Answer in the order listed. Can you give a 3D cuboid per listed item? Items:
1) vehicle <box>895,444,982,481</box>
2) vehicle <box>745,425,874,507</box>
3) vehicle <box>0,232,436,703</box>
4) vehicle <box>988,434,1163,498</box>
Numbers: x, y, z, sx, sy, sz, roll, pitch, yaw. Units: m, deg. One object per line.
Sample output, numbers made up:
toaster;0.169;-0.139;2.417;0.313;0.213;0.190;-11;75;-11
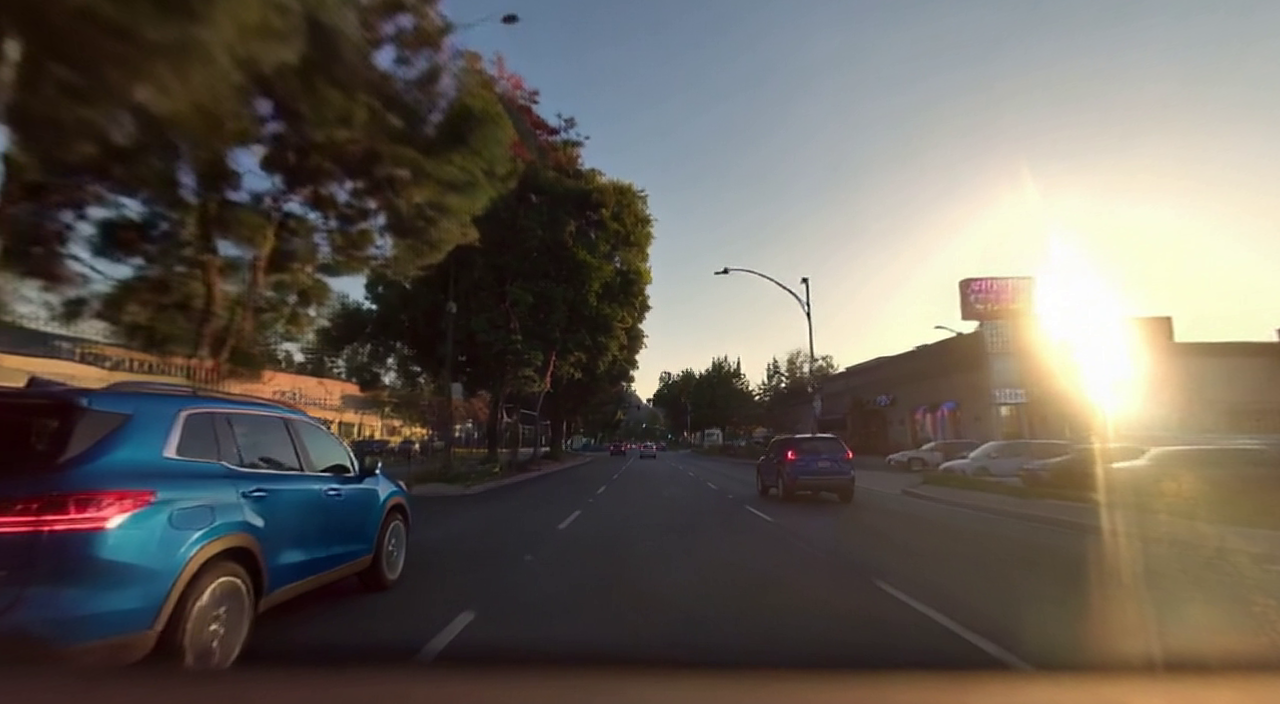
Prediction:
vehicle;13.770;5.080;29.404;1.845;1.497;4.709;-2;-8;2
vehicle;4.110;2.852;16.168;2.024;1.773;4.431;0;-9;-1
vehicle;-3.183;0.854;3.885;2.210;1.925;4.838;0;-9;0
vehicle;12.348;3.245;18.268;1.781;1.615;4.095;1;-9;-7
